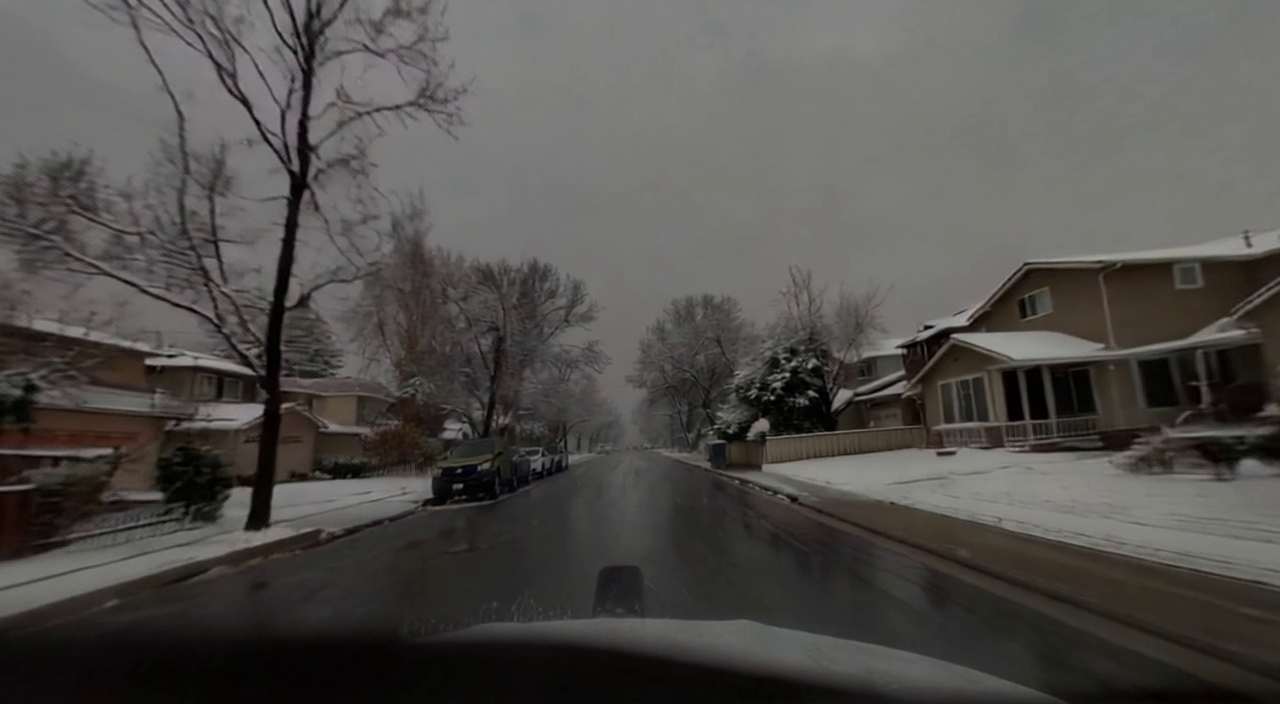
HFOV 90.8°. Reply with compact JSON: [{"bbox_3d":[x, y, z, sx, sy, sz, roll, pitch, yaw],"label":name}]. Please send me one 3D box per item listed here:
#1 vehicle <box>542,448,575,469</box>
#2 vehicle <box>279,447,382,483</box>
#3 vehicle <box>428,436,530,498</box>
[{"bbox_3d":[-5.988,7.885,46.915,1.901,1.468,4.212,-1,-9,0],"label":"vehicle"},{"bbox_3d":[-16.885,6.148,34.637,4.546,1.791,1.992,-1,-9,-1],"label":"vehicle"},{"bbox_3d":[-5.589,4.082,22.865,2.341,1.886,5.684,-1,-9,-1],"label":"vehicle"}]
